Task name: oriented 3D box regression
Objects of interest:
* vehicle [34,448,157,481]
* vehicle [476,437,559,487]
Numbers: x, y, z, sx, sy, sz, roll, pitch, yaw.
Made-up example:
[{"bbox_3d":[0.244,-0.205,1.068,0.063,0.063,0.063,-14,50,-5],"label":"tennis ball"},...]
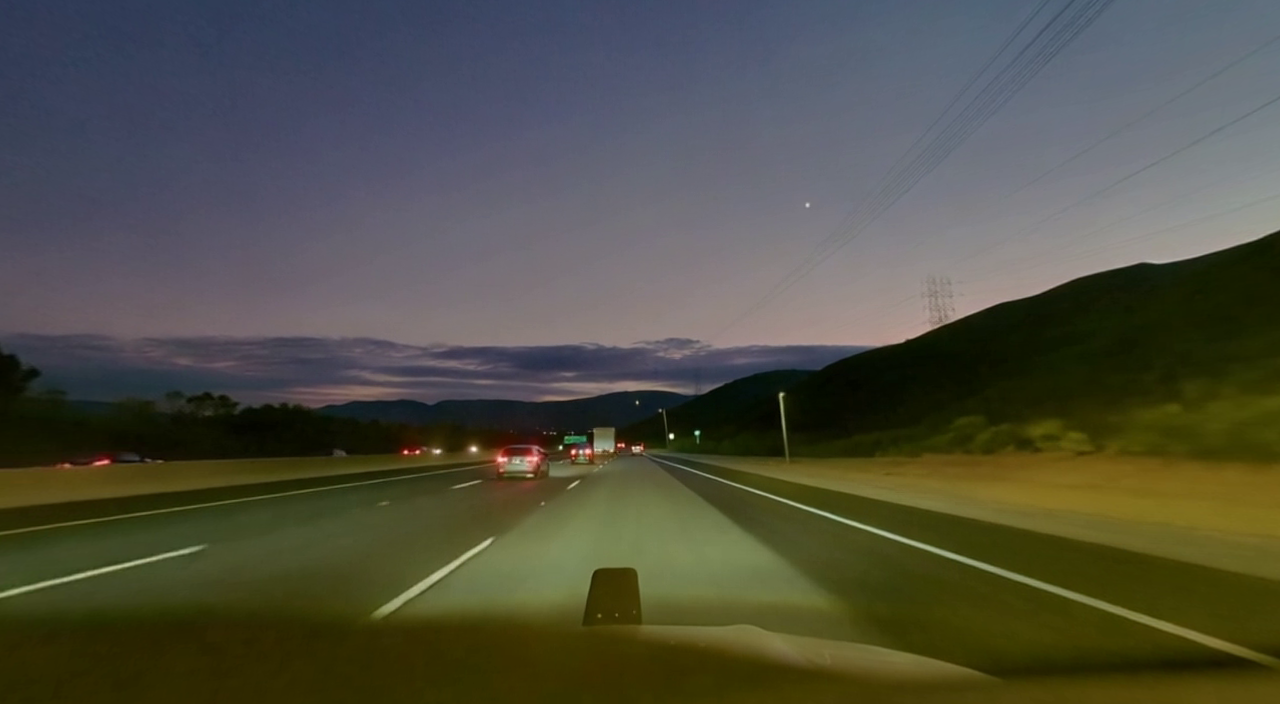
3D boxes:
[{"bbox_3d":[-26.208,5.405,30.655,1.841,1.449,4.570,0,-8,1],"label":"vehicle"},{"bbox_3d":[-4.147,3.799,22.126,1.963,1.533,4.477,0,-8,0],"label":"vehicle"}]
